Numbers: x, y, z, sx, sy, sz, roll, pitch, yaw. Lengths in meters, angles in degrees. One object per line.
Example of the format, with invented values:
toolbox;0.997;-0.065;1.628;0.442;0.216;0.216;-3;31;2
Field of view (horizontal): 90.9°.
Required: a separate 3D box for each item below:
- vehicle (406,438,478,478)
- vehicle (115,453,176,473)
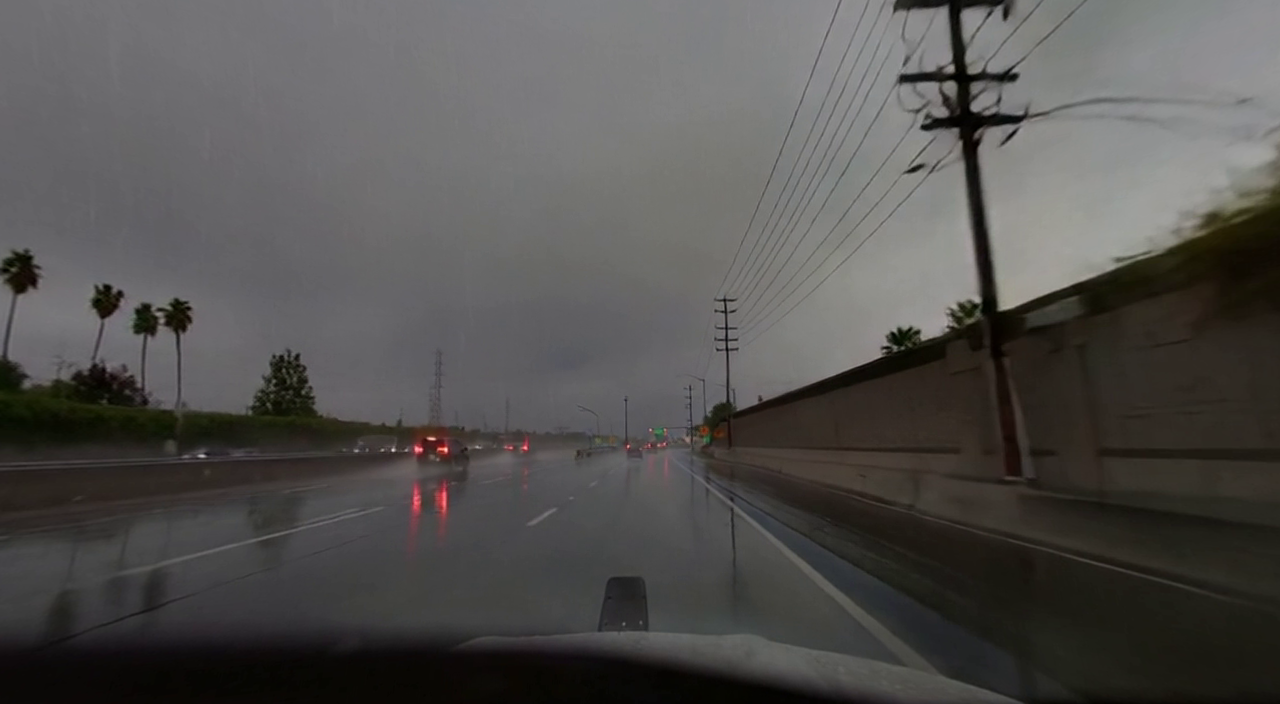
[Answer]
vehicle;-8.578;4.591;27.658;2.029;1.609;3.935;0;-8;-3
vehicle;-38.637;8.687;49.392;1.688;1.415;3.958;0;-8;-3
